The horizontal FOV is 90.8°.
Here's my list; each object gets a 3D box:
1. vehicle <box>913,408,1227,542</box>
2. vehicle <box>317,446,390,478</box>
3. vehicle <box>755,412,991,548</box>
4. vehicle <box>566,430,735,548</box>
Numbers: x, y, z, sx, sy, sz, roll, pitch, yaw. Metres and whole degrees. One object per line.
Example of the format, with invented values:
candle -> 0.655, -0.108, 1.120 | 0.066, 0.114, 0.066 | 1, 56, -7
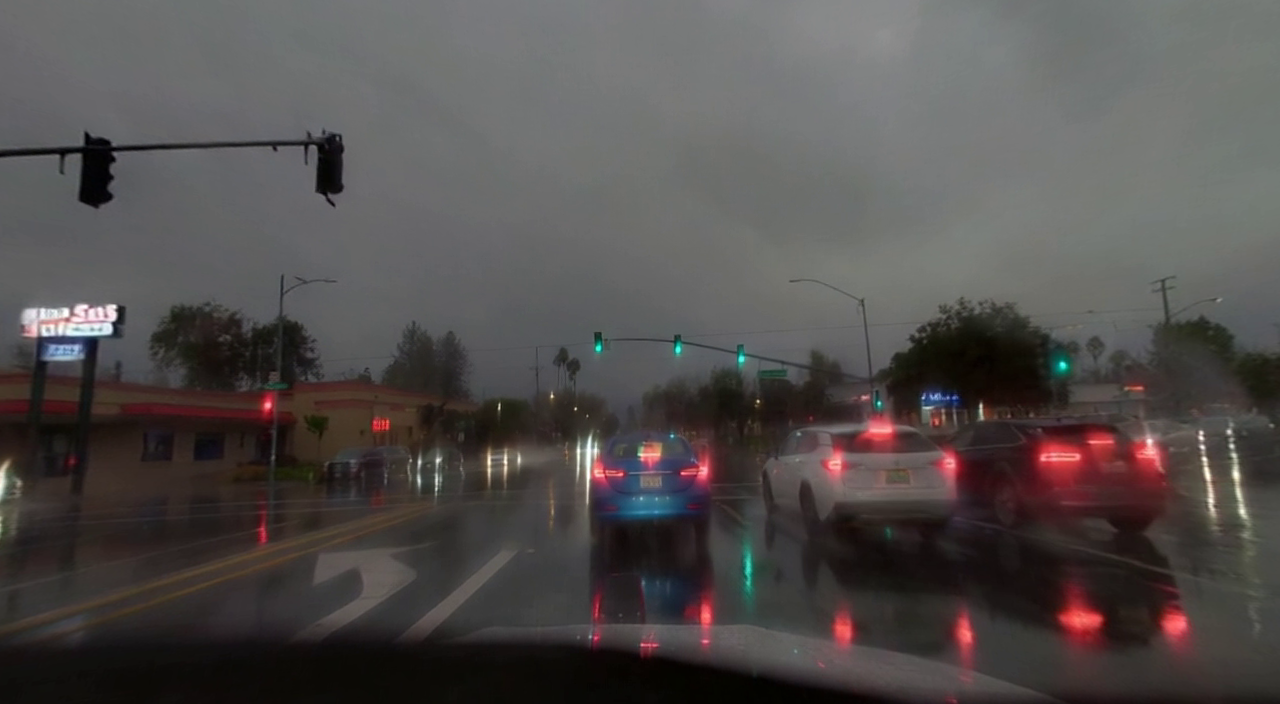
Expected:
vehicle -> 6.460, 1.898, 10.298 | 2.009, 1.700, 4.275 | 0, -8, -1
vehicle -> -18.585, 7.138, 41.306 | 2.324, 1.911, 5.610 | 0, -8, -2
vehicle -> 3.272, 1.910, 10.105 | 1.973, 1.633, 4.717 | 0, -8, 0
vehicle -> 0.097, 2.035, 10.093 | 2.135, 1.468, 4.076 | 0, -8, -1
